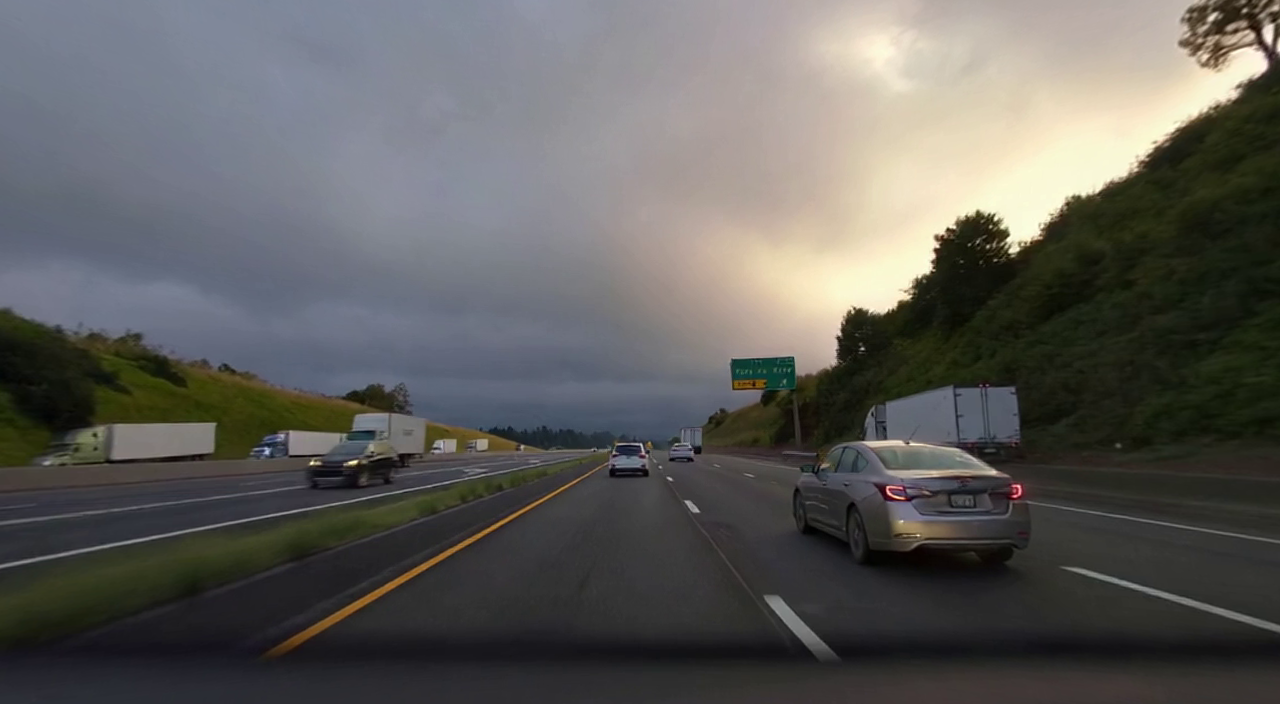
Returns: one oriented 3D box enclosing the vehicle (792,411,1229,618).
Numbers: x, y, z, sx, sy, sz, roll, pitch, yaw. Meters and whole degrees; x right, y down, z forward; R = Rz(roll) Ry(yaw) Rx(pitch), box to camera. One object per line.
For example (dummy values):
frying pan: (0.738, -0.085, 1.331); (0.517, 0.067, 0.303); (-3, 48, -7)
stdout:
vehicle: (3.366, 1.584, 7.135); (1.997, 1.534, 4.664); (0, -9, -2)

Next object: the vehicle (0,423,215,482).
vehicle: (-37.205, 6.884, 45.169); (2.860, 3.408, 14.775); (-3, -7, 2)

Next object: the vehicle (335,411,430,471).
vehicle: (-16.183, 5.763, 40.305); (2.687, 3.442, 7.686); (0, -9, 1)

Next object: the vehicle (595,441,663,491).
vehicle: (-0.360, 3.646, 20.379); (1.970, 1.441, 3.846); (0, -9, -1)

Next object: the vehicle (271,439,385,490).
vehicle: (-11.064, 3.998, 22.709); (1.991, 1.624, 4.215); (0, -9, -1)

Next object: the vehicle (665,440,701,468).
vehicle: (2.701, 6.558, 40.510); (2.048, 1.704, 4.284); (0, -9, 0)
